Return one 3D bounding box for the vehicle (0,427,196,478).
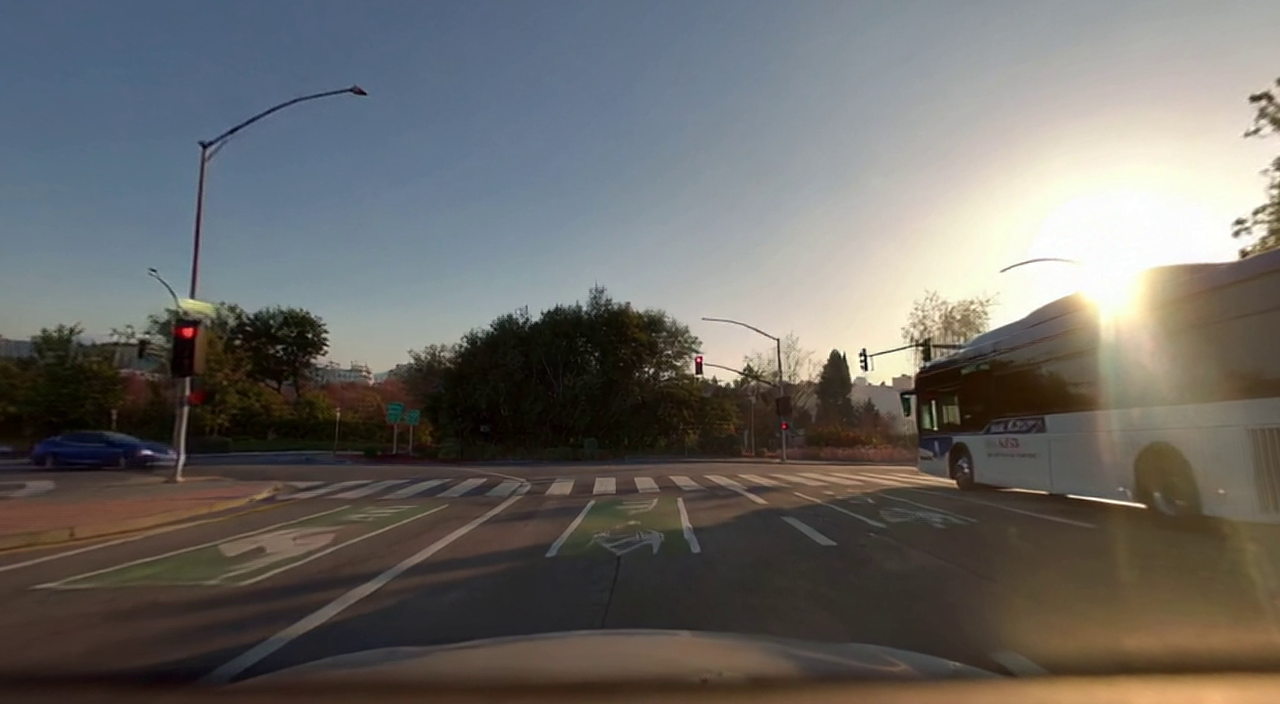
[{"bbox_3d":[-19.381,3.604,22.773,5.014,1.675,1.906,3,-9,-19],"label":"vehicle"}]

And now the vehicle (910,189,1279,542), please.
[{"bbox_3d":[9.221,0.905,12.324,2.916,4.009,13.397,-1,-8,4],"label":"vehicle"}]
